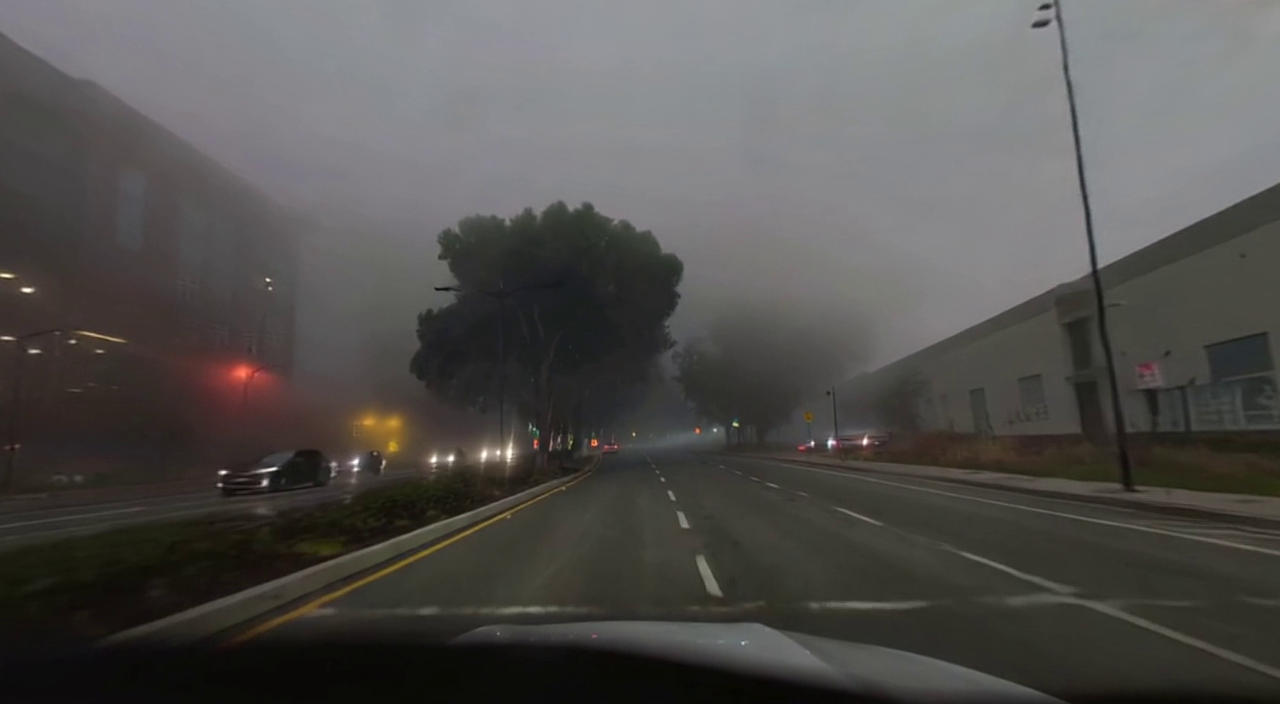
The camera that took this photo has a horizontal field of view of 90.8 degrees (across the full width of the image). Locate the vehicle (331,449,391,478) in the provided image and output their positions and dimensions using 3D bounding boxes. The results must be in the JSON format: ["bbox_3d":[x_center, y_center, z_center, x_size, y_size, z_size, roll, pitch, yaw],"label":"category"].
[{"bbox_3d":[-18.578,7.429,42.324,1.980,1.732,4.498,-2,-8,1],"label":"vehicle"}]

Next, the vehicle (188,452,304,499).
[{"bbox_3d":[-15.269,4.757,24.783,1.833,1.496,4.157,-4,-8,1],"label":"vehicle"}]
